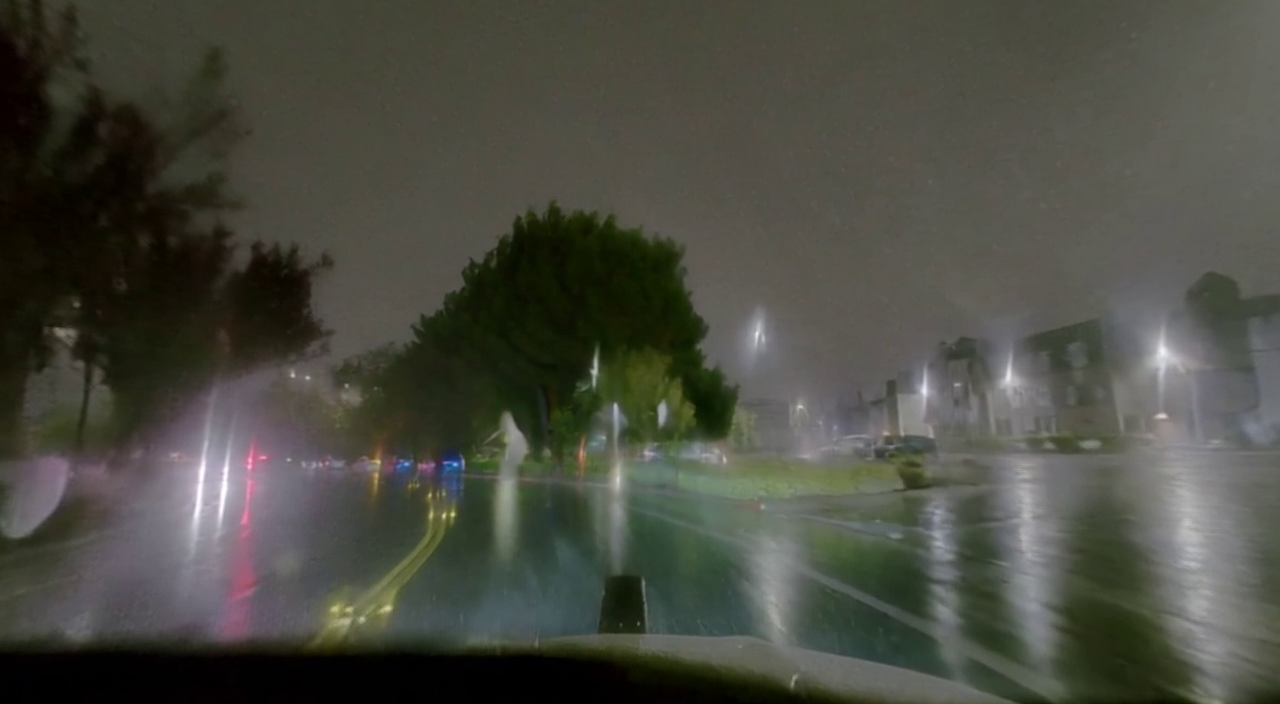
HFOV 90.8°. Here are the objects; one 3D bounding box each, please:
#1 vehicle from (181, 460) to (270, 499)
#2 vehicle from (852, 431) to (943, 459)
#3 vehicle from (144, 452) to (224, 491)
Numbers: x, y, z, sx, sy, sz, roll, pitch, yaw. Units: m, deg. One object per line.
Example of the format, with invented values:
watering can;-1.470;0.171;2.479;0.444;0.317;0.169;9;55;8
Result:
vehicle;-18.293;5.453;27.648;2.772;1.161;7.241;2;-8;-37
vehicle;14.383;5.237;35.575;4.462;1.474;1.765;-2;-9;13
vehicle;-25.326;6.553;35.018;4.946;1.537;2.206;-2;-6;38
